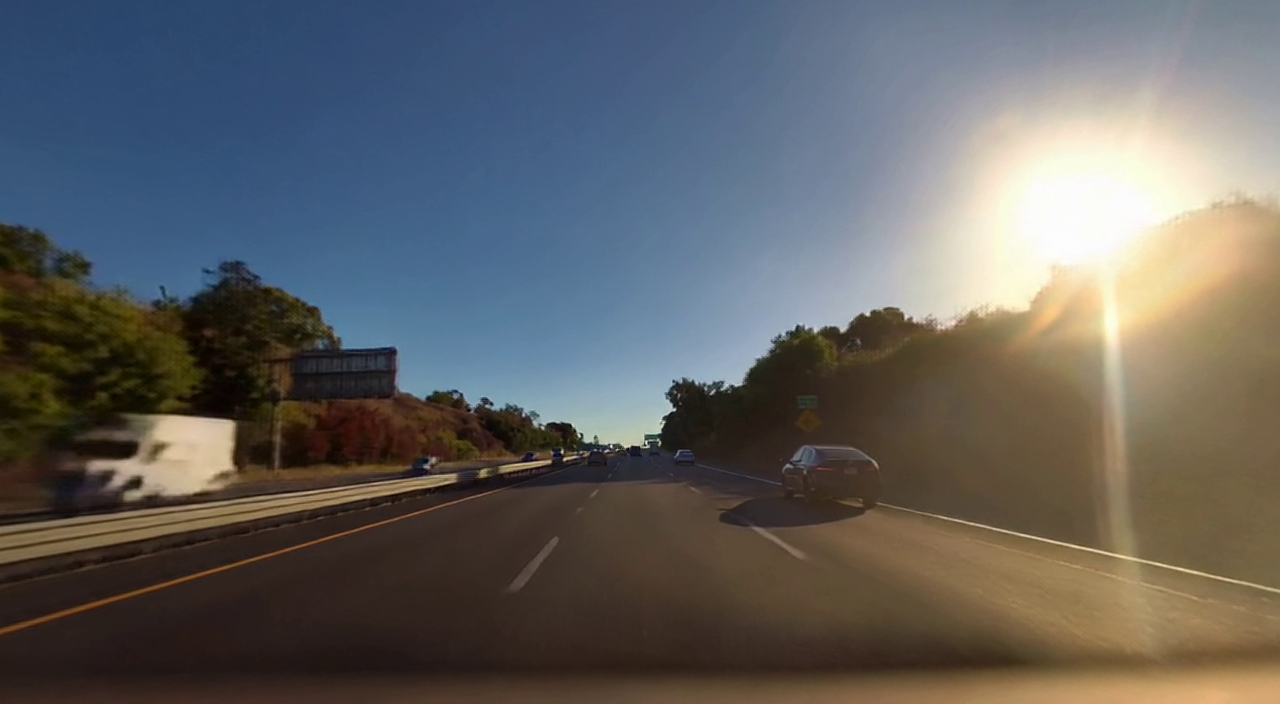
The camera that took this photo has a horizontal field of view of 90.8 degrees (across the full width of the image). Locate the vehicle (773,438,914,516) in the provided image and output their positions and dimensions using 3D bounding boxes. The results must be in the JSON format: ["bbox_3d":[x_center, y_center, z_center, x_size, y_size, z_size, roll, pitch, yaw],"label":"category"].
[{"bbox_3d":[4.586,2.861,14.909,1.903,1.566,3.866,0,-9,-2],"label":"vehicle"}]

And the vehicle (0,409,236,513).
[{"bbox_3d":[-15.237,3.211,18.980,2.246,2.611,5.858,0,-9,-1],"label":"vehicle"}]

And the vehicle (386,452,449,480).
[{"bbox_3d":[-12.180,6.256,34.895,1.951,1.462,4.378,0,-9,-1],"label":"vehicle"}]

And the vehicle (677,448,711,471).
[{"bbox_3d":[3.594,7.191,42.317,1.846,1.480,3.694,0,-9,-2],"label":"vehicle"}]

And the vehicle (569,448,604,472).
[{"bbox_3d":[-3.491,7.166,42.142,2.021,1.507,4.272,0,-9,-1],"label":"vehicle"}]
